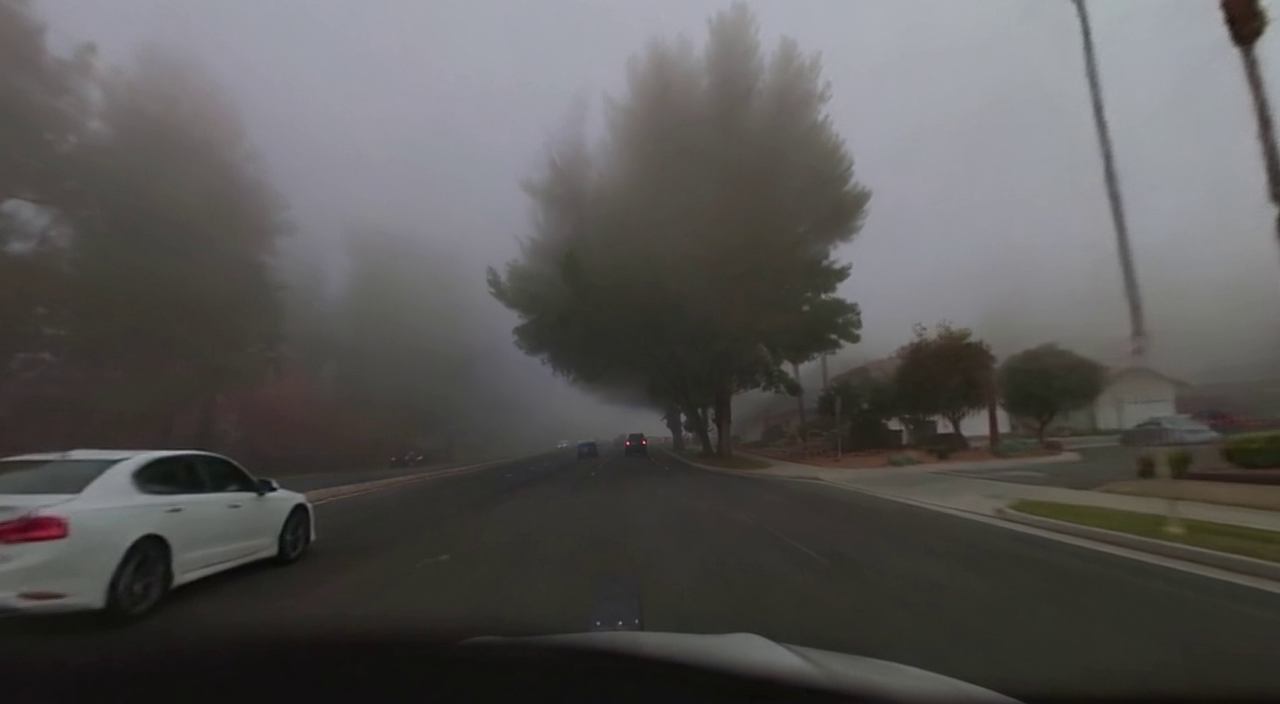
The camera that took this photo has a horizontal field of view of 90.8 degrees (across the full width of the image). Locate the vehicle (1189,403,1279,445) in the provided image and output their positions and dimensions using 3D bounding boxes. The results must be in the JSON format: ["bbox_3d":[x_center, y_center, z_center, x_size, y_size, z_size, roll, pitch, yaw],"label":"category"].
[{"bbox_3d":[29.234,3.350,29.674,1.951,1.743,4.786,-3,-9,-10],"label":"vehicle"}]

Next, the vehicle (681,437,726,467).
[{"bbox_3d":[3.306,5.320,33.708,1.830,1.451,4.009,0,-8,-2],"label":"vehicle"}]

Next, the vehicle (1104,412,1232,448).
[{"bbox_3d":[23.777,3.595,28.687,1.754,1.504,4.090,2,-9,-14],"label":"vehicle"}]

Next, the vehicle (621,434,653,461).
[{"bbox_3d":[-0.270,6.485,42.974,2.043,1.734,4.253,0,-8,-1],"label":"vehicle"}]

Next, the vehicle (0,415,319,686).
[{"bbox_3d":[-4.493,1.309,4.952,1.844,1.451,4.543,0,-8,-4],"label":"vehicle"}]

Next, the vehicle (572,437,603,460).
[{"bbox_3d":[-3.813,7.111,46.611,2.000,1.569,3.794,0,-8,-1],"label":"vehicle"}]
